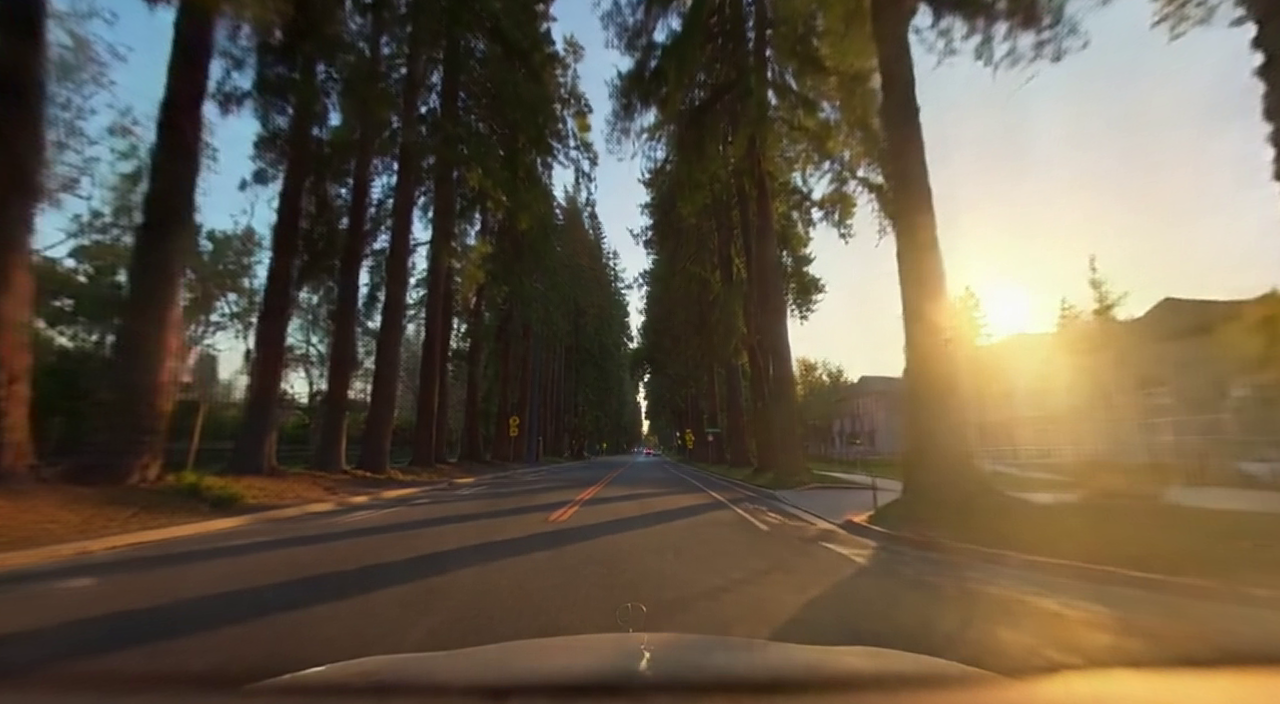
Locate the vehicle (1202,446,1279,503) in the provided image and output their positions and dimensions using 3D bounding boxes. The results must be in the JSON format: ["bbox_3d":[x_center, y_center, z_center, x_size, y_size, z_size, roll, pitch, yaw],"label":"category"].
[{"bbox_3d":[20.006,3.879,20.383,1.958,1.644,4.527,-5,-10,33],"label":"vehicle"}]
